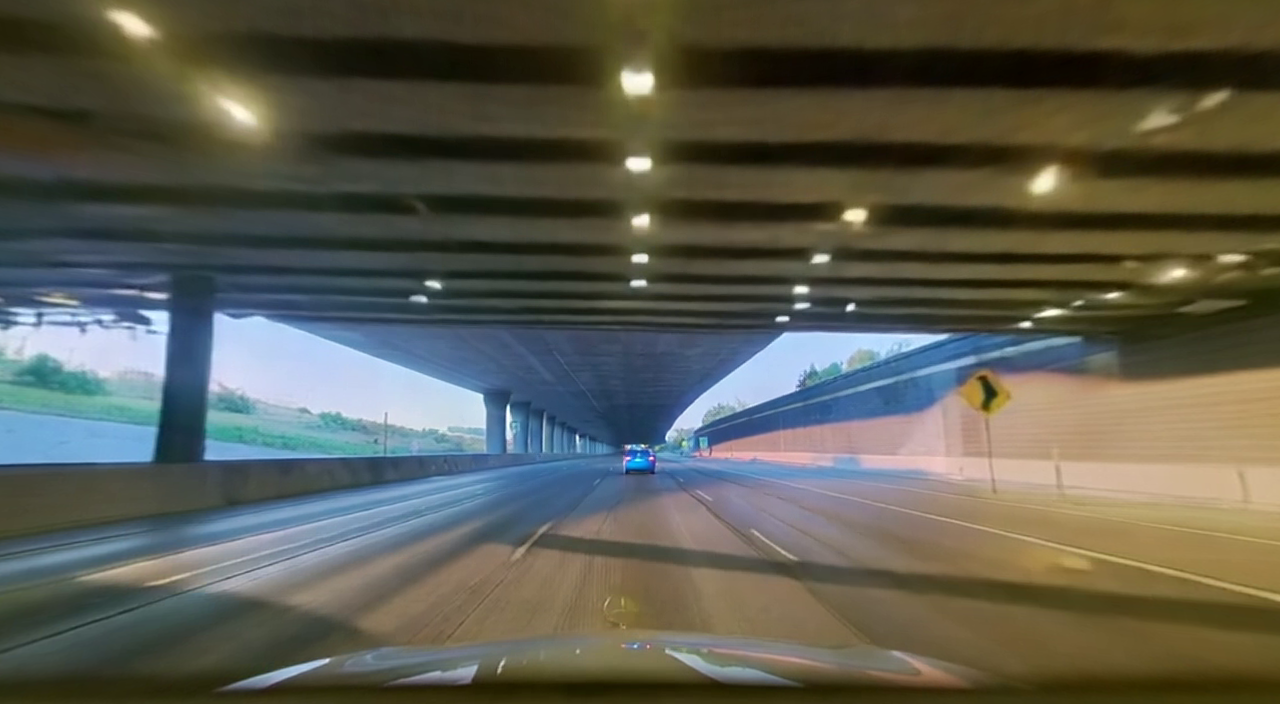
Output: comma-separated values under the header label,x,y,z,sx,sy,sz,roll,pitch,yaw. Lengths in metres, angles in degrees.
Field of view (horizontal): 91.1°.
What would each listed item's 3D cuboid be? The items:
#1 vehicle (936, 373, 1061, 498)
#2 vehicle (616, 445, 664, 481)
label,x,y,z,sx,sy,sz,roll,pitch,yaw
vehicle,11.252,2.664,20.035,2.135,3.652,2.845,-1,-9,3
vehicle,-0.065,5.038,28.842,2.055,1.501,4.321,0,-9,-2
